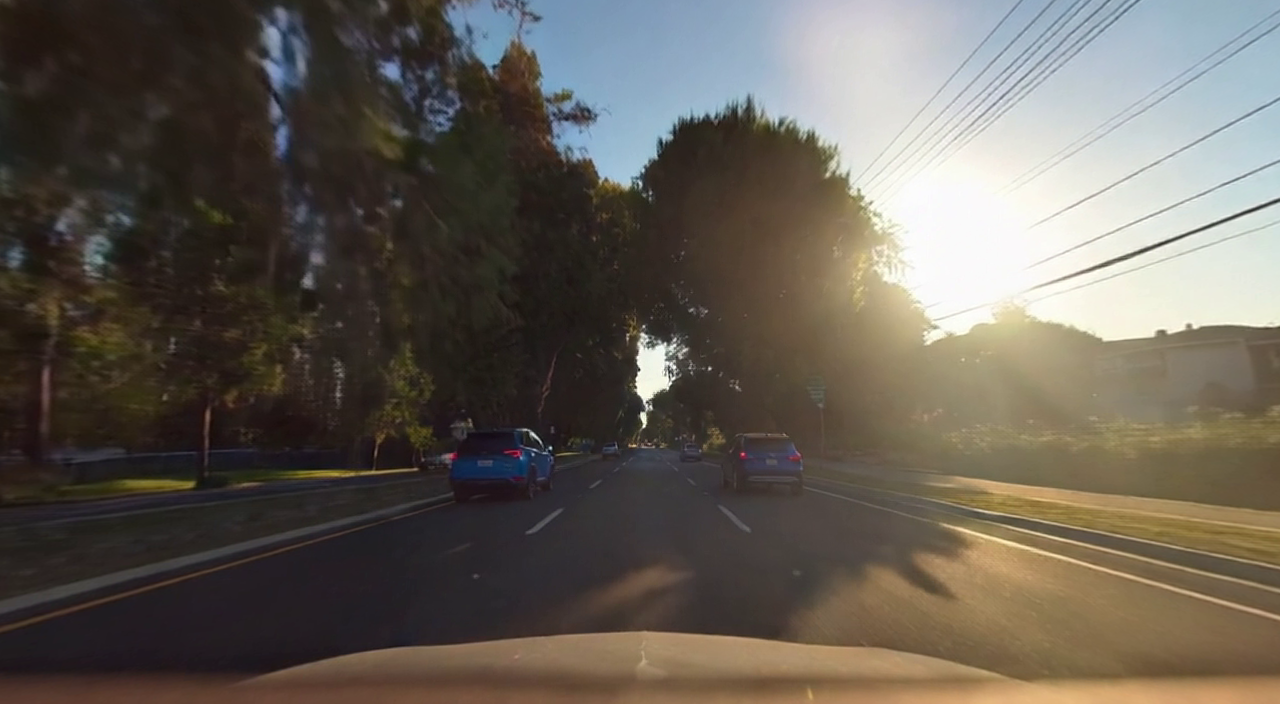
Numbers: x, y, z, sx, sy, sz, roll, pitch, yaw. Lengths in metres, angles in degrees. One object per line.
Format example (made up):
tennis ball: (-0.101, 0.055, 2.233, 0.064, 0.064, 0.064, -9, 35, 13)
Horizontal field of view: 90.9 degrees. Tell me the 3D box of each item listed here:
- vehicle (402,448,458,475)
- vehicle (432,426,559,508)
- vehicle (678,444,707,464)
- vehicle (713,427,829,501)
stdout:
vehicle: (-13.478, 7.034, 40.745, 1.961, 1.655, 4.491, 0, -9, 1)
vehicle: (-3.463, 2.872, 16.136, 2.104, 1.785, 4.494, 0, -9, 1)
vehicle: (4.058, 7.904, 49.159, 1.906, 1.468, 4.422, 0, -9, 0)
vehicle: (3.402, 3.031, 17.426, 2.182, 1.744, 4.464, 0, -9, -1)
